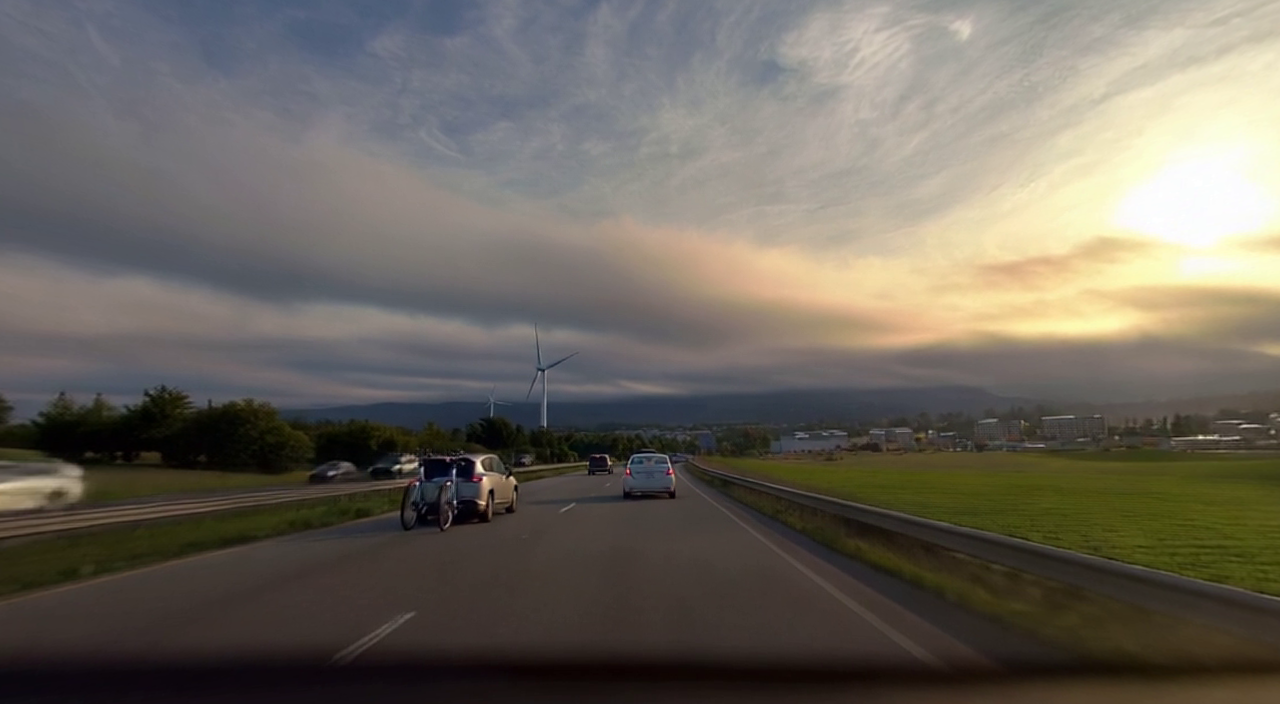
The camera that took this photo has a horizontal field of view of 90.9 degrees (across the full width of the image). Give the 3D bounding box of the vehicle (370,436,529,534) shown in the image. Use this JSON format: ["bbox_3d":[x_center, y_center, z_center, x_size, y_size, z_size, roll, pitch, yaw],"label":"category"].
[{"bbox_3d":[-3.702,2.657,13.120,1.962,1.681,4.033,0,-9,1],"label":"vehicle"}]

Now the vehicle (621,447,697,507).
[{"bbox_3d":[0.501,3.702,19.110,2.063,1.582,3.955,0,-9,0],"label":"vehicle"}]
